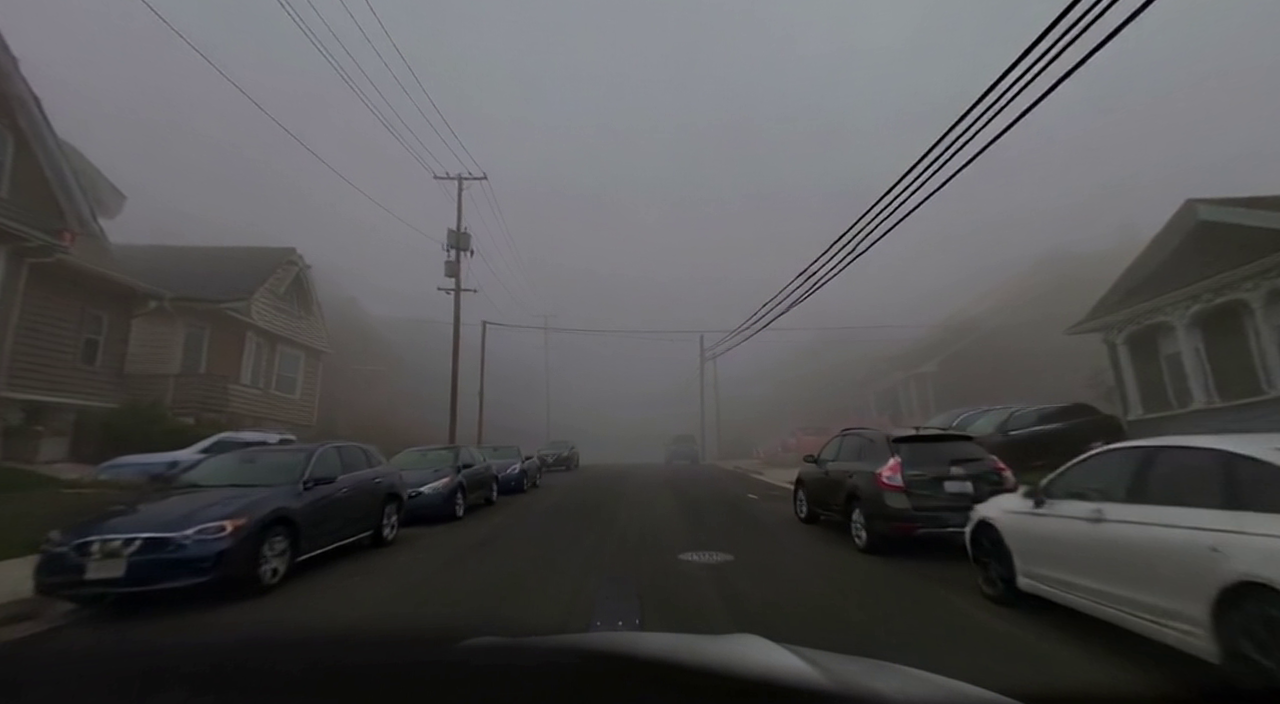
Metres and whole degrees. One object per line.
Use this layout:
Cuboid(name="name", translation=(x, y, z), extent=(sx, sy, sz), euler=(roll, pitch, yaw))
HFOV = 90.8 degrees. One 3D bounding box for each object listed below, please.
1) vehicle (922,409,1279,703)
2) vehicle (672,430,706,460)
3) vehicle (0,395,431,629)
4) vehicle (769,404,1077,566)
Cuboid(name="vehicle", translation=(3.652, 1.119, 3.725), extent=(2.083, 1.407, 4.506), euler=(0, -8, 3))
Cuboid(name="vehicle", translation=(3.774, 7.296, 49.397), extent=(2.343, 2.229, 4.199), euler=(0, -8, 0))
Cuboid(name="vehicle", translation=(-4.186, 1.613, 7.252), extent=(2.031, 1.708, 4.746), euler=(-2, -9, -1))
Cuboid(name="vehicle", translation=(3.405, 1.695, 8.815), extent=(1.957, 1.644, 4.433), euler=(1, -8, -4))
